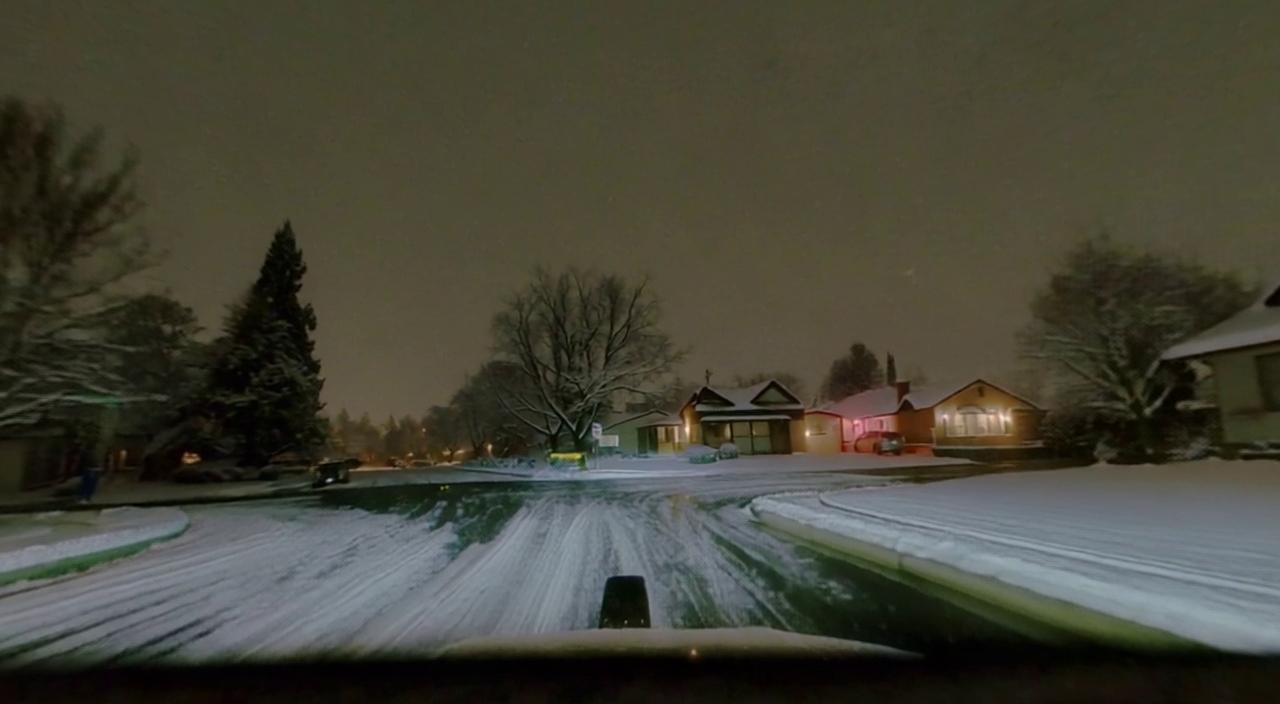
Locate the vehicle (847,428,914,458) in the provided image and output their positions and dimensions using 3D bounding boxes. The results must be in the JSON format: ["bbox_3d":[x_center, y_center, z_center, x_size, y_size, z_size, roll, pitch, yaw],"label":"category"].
[{"bbox_3d":[15.360,5.879,40.644,1.992,1.813,5.079,0,-9,-4],"label":"vehicle"}]
